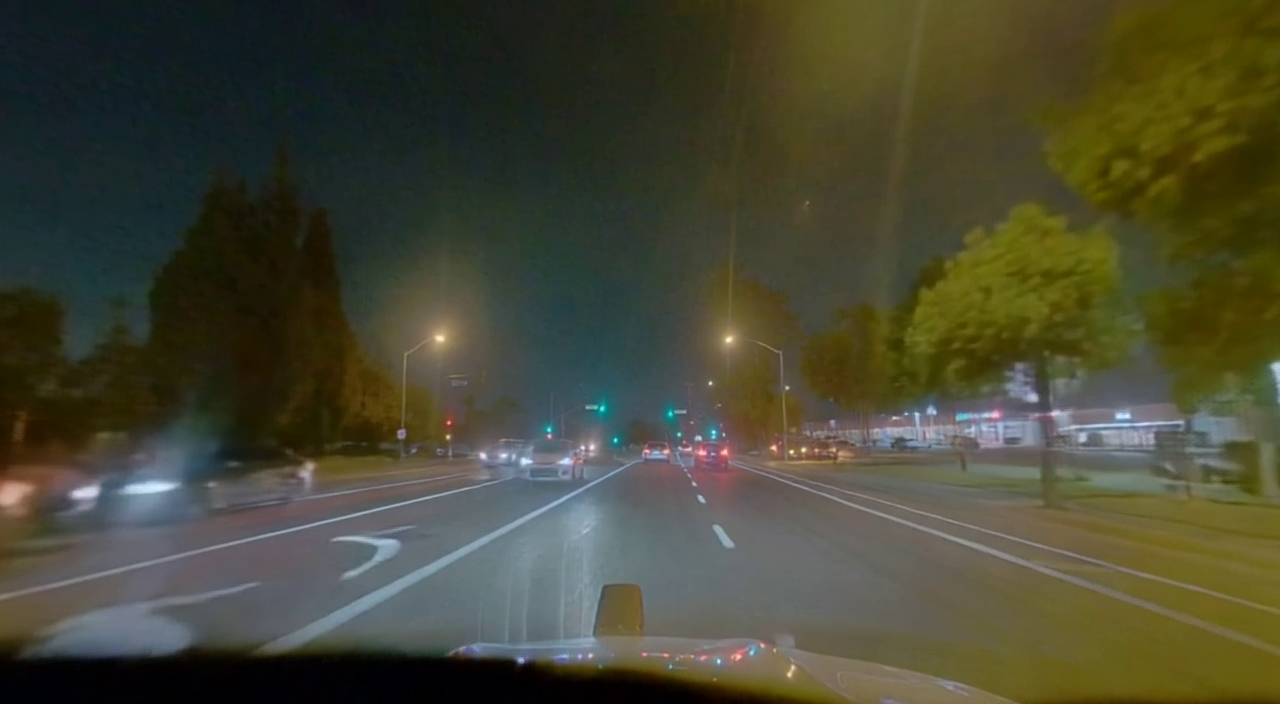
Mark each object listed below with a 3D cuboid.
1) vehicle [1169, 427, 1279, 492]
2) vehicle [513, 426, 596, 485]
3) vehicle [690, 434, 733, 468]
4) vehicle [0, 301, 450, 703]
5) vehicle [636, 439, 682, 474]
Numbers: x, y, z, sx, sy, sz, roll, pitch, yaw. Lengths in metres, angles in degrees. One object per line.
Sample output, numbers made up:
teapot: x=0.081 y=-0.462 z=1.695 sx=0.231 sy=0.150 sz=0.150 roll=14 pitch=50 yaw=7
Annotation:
vehicle: x=18.295 y=2.713 z=14.919 sx=2.618 sy=1.565 sz=11.353 roll=-3 pitch=-6 yaw=4
vehicle: x=-2.774 y=3.501 z=21.667 sx=2.092 sy=1.779 sz=4.468 roll=0 pitch=-8 yaw=1
vehicle: x=3.948 y=5.570 z=35.775 sx=2.046 sy=1.768 sz=4.370 roll=0 pitch=-8 yaw=2
vehicle: x=-3.845 y=1.130 z=5.631 sx=2.298 sy=1.905 sz=5.777 roll=0 pitch=-8 yaw=2
vehicle: x=0.808 y=4.615 z=28.101 sx=1.917 sy=1.418 sz=3.987 roll=0 pitch=-8 yaw=0
